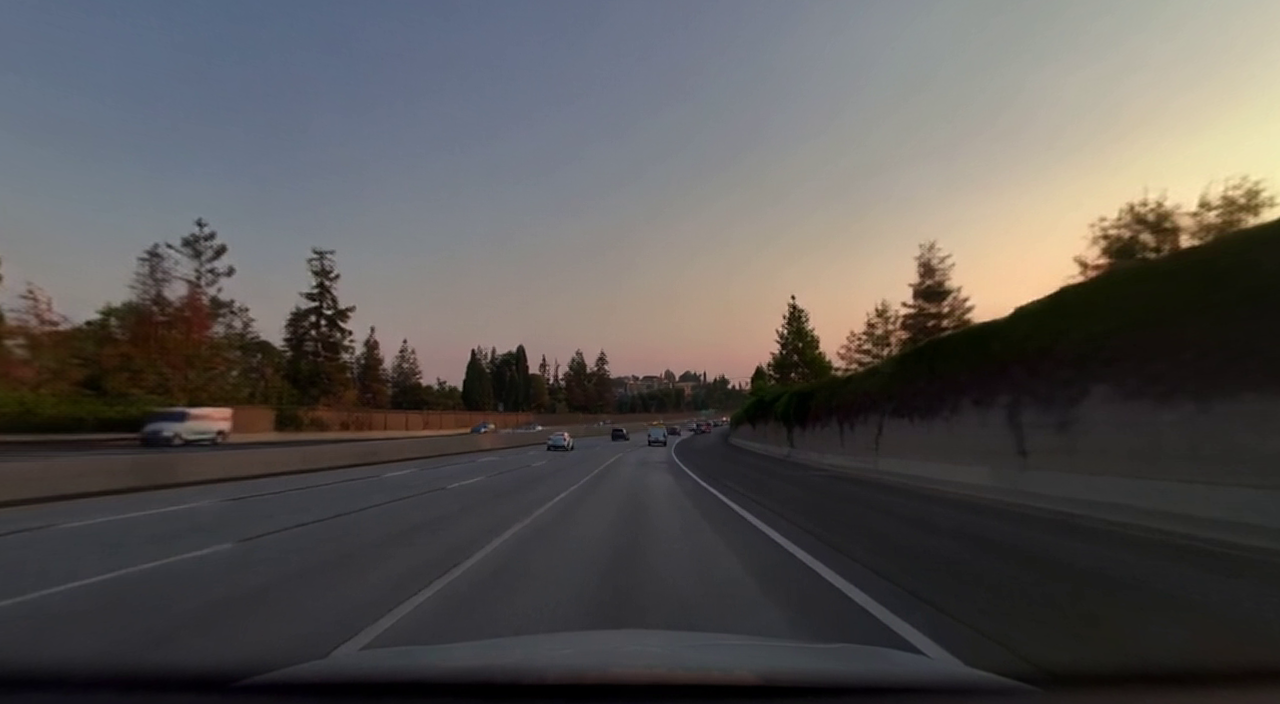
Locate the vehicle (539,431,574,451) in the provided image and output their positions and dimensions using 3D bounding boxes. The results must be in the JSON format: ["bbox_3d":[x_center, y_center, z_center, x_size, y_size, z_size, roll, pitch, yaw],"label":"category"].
[{"bbox_3d":[-6.443,6.955,49.109,1.966,1.488,4.243,-1,-8,3],"label":"vehicle"}]

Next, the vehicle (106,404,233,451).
[{"bbox_3d":[-35.898,5.959,48.688,2.966,3.259,8.509,-1,-8,2],"label":"vehicle"}]
